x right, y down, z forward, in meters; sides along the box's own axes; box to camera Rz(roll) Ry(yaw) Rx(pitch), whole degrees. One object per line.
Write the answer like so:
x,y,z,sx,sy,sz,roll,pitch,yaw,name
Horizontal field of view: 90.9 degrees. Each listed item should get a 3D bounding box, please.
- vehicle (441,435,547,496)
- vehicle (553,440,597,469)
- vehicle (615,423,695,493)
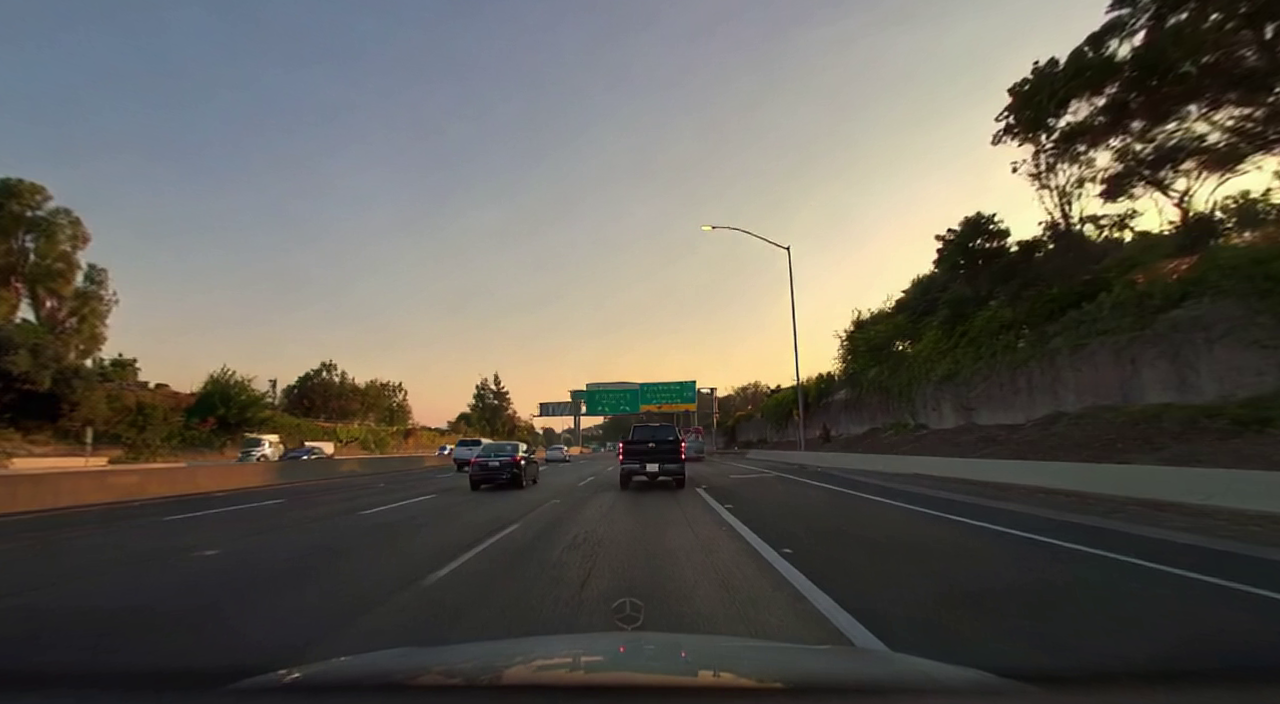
-4.212,3.350,19.046,1.961,1.591,4.756,-1,-8,1,vehicle
-3.811,6.049,37.480,2.061,1.584,4.290,0,-8,1,vehicle
0.412,3.121,18.882,2.083,1.792,4.782,0,-8,1,vehicle
